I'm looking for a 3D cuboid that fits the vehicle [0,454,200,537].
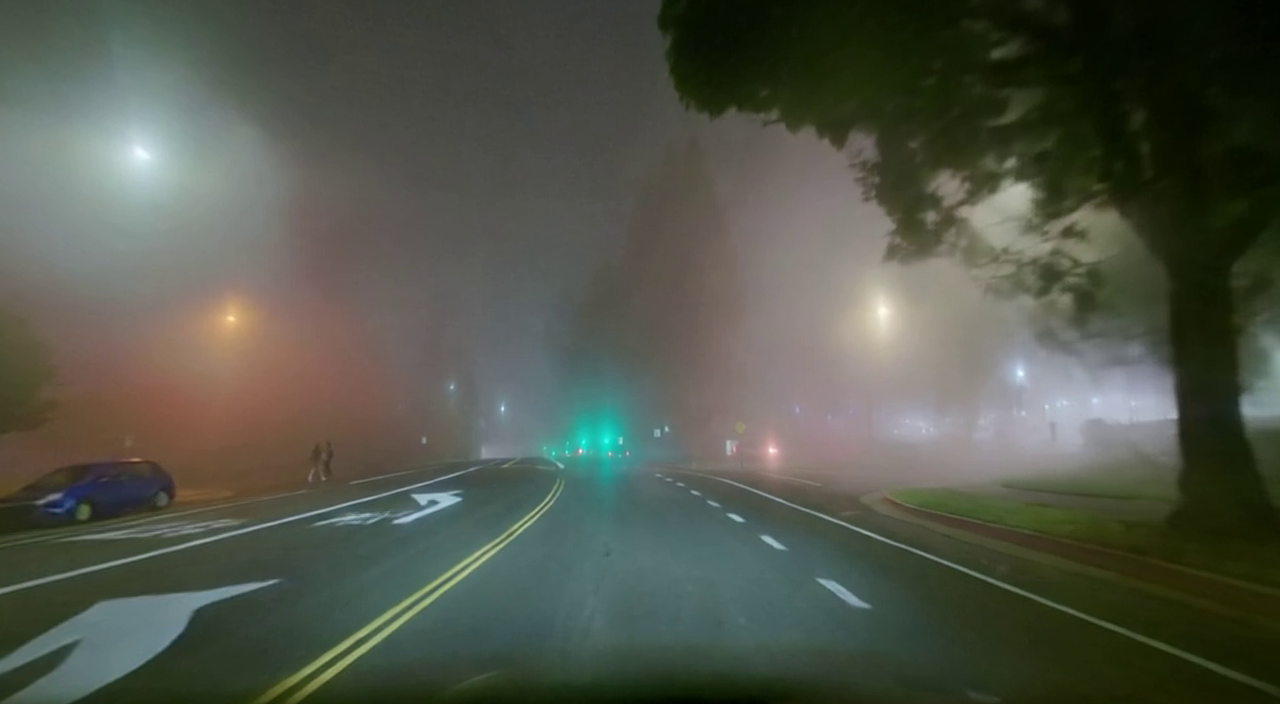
[{"bbox_3d":[-13.552,3.455,15.783,2.090,1.680,4.434,-3,-9,-3],"label":"vehicle"}]
